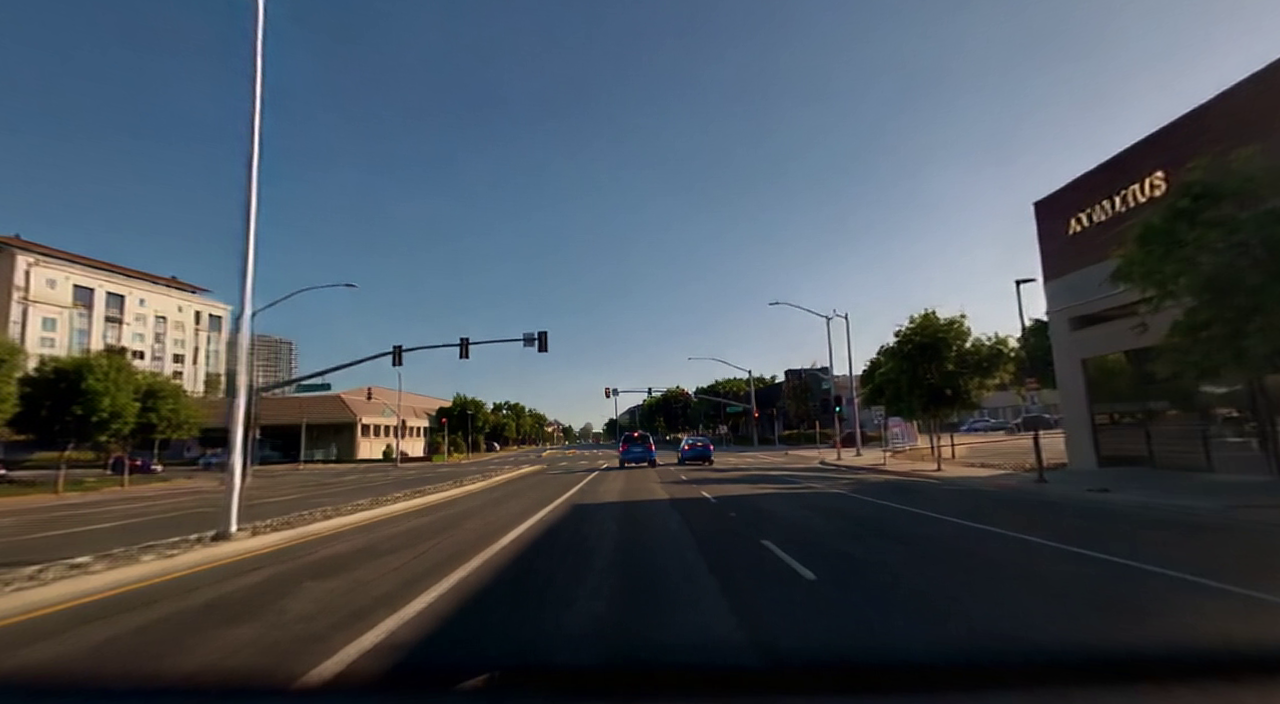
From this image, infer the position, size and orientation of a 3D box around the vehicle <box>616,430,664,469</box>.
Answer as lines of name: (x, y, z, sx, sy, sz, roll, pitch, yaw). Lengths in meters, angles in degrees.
vehicle: (-0.082, 5.285, 34.289, 2.413, 1.939, 4.716, 0, -8, -2)

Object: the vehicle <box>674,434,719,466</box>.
vehicle: (3.276, 5.792, 37.508, 2.107, 1.736, 4.228, 0, -8, -2)
